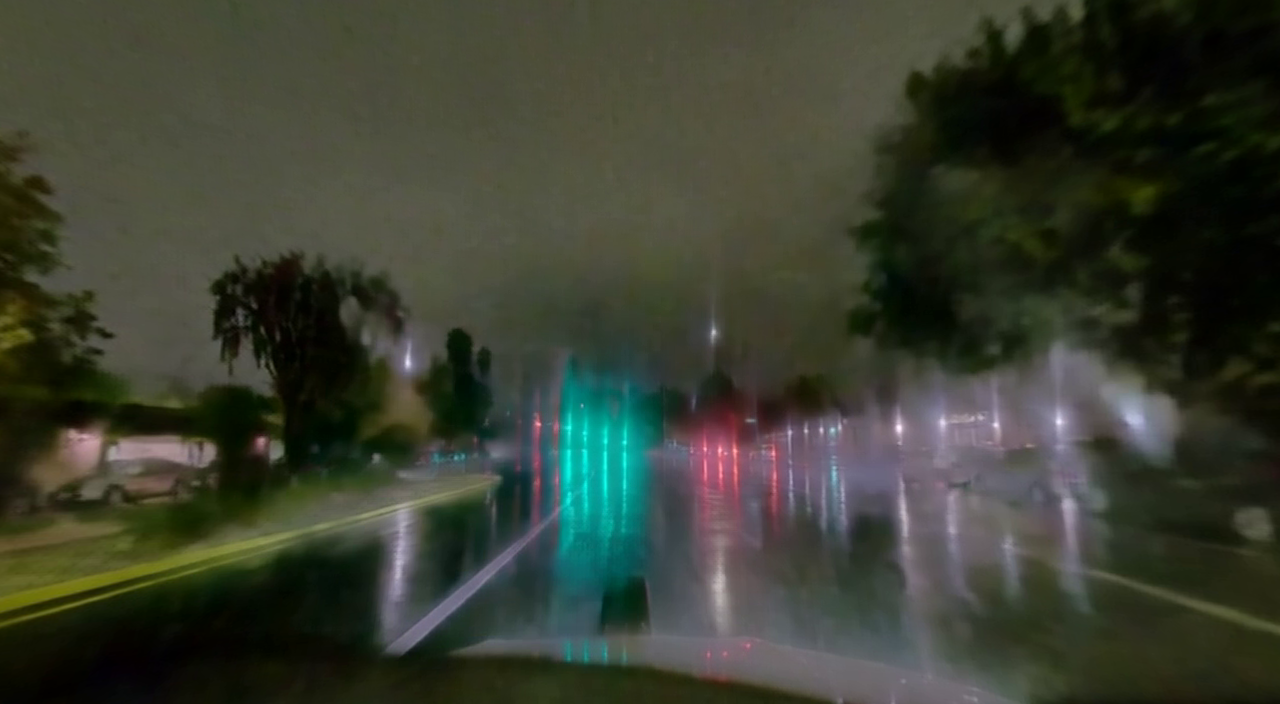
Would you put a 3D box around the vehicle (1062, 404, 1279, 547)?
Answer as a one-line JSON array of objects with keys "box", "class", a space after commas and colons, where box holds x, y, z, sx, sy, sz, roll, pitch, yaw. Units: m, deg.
[{"box": [9.905, 1.987, 10.482, 2.091, 1.962, 5.091, 1, -9, -2], "class": "vehicle"}]

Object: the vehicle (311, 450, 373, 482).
[{"box": [-17.954, 6.852, 38.202, 1.802, 1.477, 4.648, -3, -5, -5], "class": "vehicle"}]

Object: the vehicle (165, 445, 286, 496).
[{"box": [-17.484, 4.960, 26.956, 2.099, 1.917, 4.720, -1, -8, -2], "class": "vehicle"}]

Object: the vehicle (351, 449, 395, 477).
[{"box": [-18.342, 7.603, 43.394, 1.836, 1.512, 3.581, -2, -6, -6], "class": "vehicle"}]

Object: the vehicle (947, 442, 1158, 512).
[{"box": [9.721, 2.955, 15.472, 1.863, 1.423, 4.709, 1, -9, -2], "class": "vehicle"}]

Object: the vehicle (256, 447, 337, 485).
[{"box": [-17.766, 5.880, 32.854, 1.883, 1.775, 4.466, -1, -8, -3], "class": "vehicle"}]

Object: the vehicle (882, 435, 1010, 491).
[{"box": [9.773, 3.584, 20.636, 1.853, 1.578, 4.736, 0, -9, 0], "class": "vehicle"}]

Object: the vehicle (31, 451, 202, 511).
[{"box": [-17.173, 4.188, 21.070, 1.859, 1.694, 4.638, -1, -8, -2], "class": "vehicle"}]

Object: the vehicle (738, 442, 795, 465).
[{"box": [9.251, 7.498, 46.591, 1.919, 1.627, 4.196, 5, -10, -26], "class": "vehicle"}]
